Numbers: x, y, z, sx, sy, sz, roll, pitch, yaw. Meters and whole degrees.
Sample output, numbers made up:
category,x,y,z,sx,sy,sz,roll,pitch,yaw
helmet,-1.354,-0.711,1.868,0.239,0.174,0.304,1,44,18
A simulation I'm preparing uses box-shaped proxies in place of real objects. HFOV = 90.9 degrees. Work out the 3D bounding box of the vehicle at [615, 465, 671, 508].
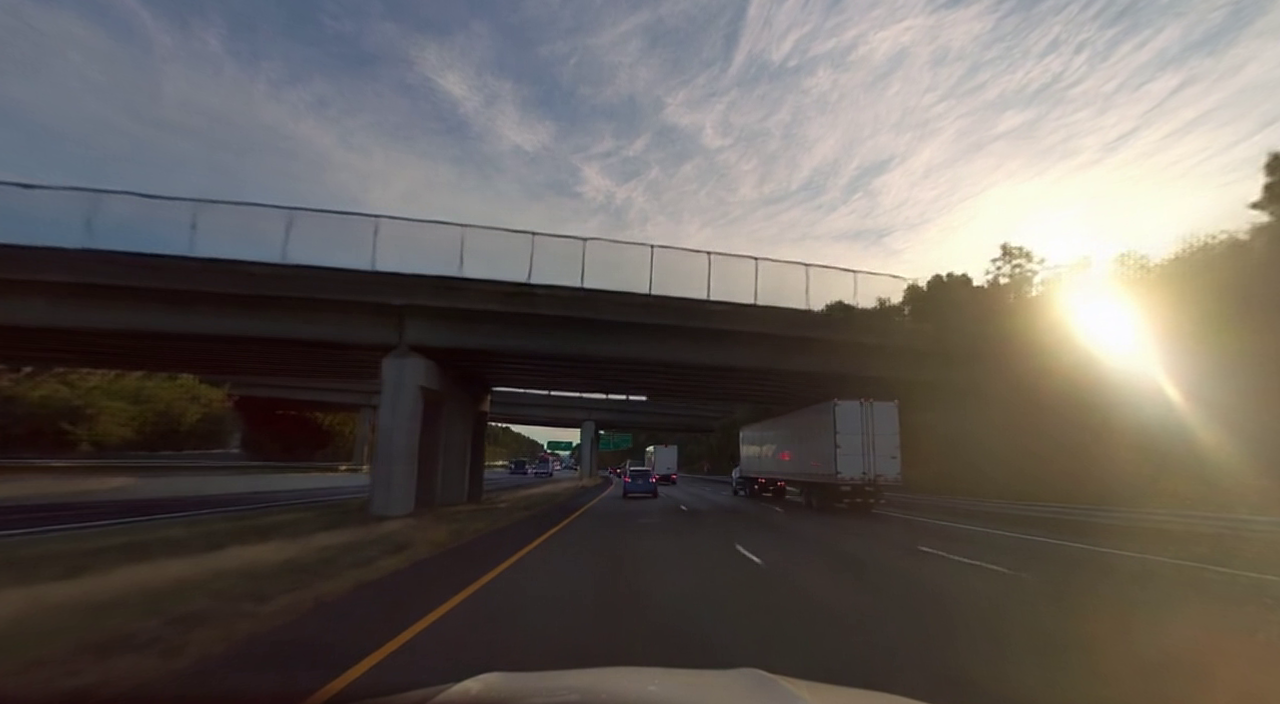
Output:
category,x,y,z,sx,sy,sz,roll,pitch,yaw
vehicle,0.111,5.389,25.409,2.067,1.552,3.601,1,-11,0

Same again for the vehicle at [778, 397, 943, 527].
category,x,y,z,sx,sy,sz,roll,pitch,yaw
vehicle,7.237,3.901,22.276,2.839,3.684,8.091,1,-11,0
